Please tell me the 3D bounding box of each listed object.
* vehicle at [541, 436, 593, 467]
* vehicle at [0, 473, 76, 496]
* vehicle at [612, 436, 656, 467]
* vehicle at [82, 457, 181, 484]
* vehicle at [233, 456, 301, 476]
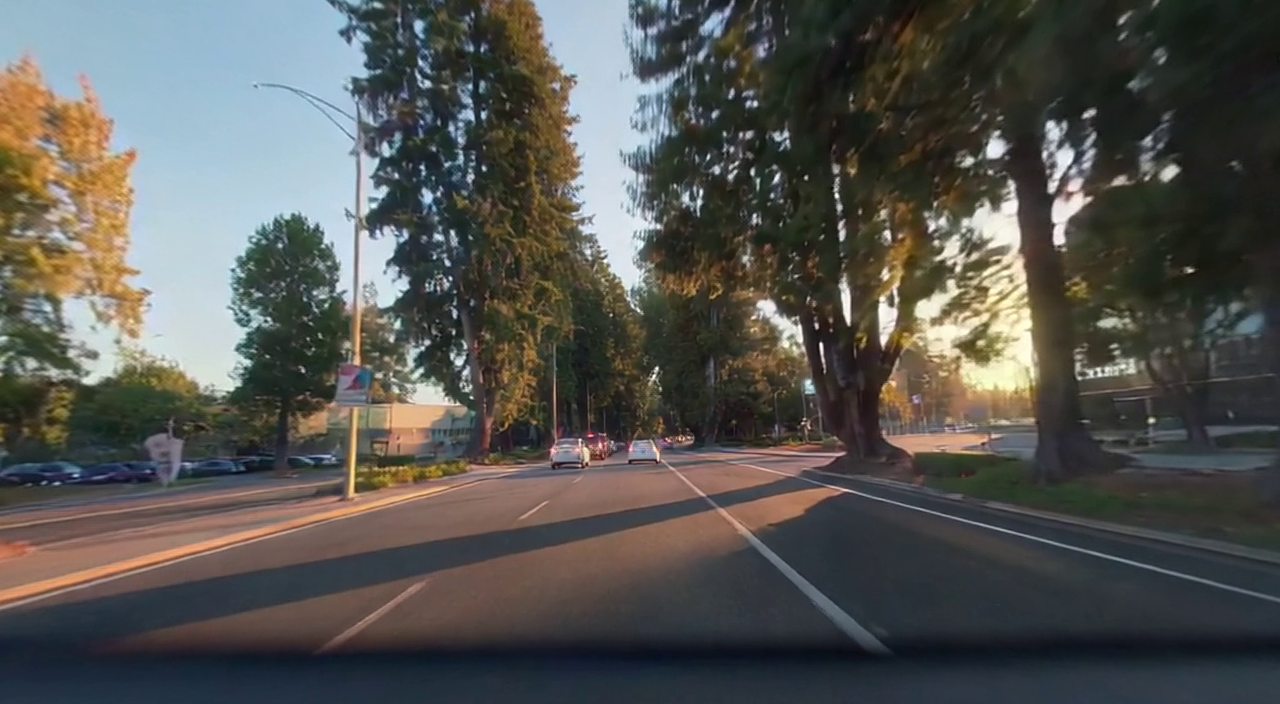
[{"bbox_3d":[-3.685,5.138,32.687,2.139,1.487,4.453,0,-8,0],"label":"vehicle"},{"bbox_3d":[-41.517,9.050,43.129,3.923,1.400,2.091,0,-8,-2],"label":"vehicle"},{"bbox_3d":[-0.314,5.093,32.496,2.126,1.475,3.967,0,-8,-1],"label":"vehicle"},{"bbox_3d":[-28.772,6.700,35.827,3.942,1.471,1.859,0,-8,-1],"label":"vehicle"},{"bbox_3d":[-29.292,8.936,49.635,4.193,1.435,1.770,0,-8,0],"label":"vehicle"}]
